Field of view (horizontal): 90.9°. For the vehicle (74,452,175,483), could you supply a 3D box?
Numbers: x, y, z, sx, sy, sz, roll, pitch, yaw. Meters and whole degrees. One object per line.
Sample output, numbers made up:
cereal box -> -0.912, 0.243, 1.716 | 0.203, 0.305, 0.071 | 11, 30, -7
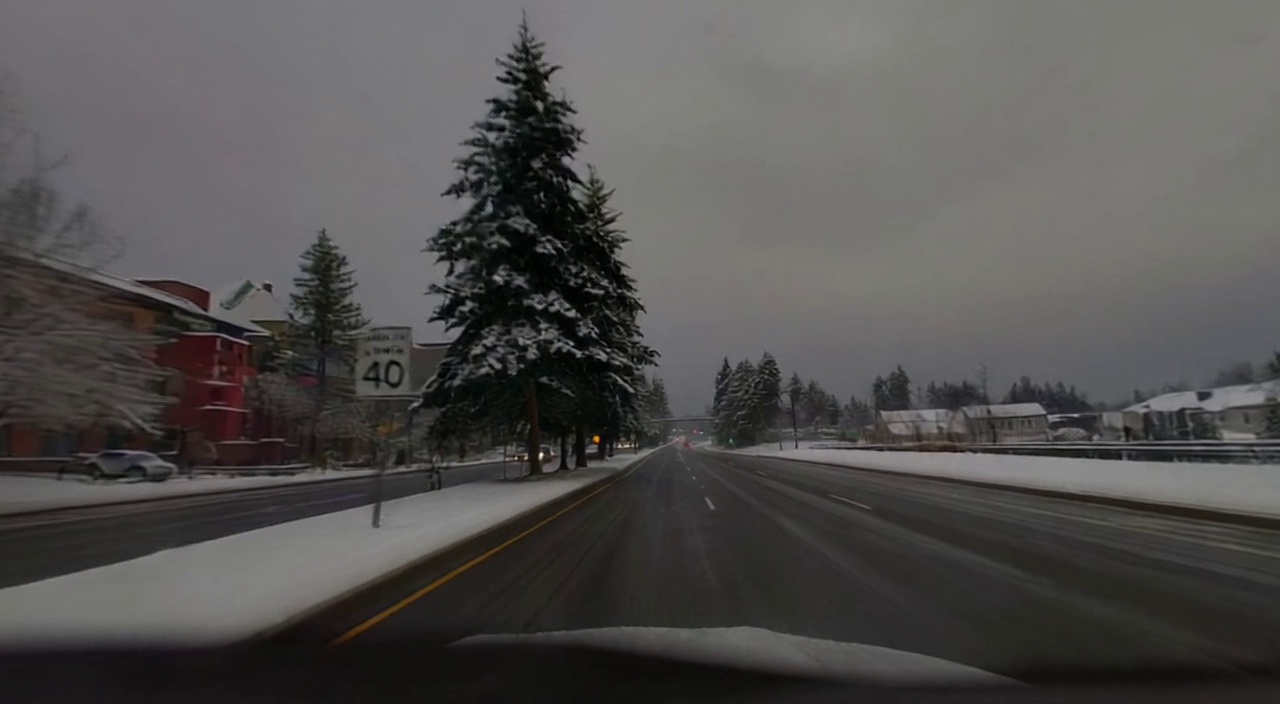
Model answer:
vehicle -> -26.227, 5.871, 32.142 | 3.651, 1.453, 1.643 | -1, -8, 1
